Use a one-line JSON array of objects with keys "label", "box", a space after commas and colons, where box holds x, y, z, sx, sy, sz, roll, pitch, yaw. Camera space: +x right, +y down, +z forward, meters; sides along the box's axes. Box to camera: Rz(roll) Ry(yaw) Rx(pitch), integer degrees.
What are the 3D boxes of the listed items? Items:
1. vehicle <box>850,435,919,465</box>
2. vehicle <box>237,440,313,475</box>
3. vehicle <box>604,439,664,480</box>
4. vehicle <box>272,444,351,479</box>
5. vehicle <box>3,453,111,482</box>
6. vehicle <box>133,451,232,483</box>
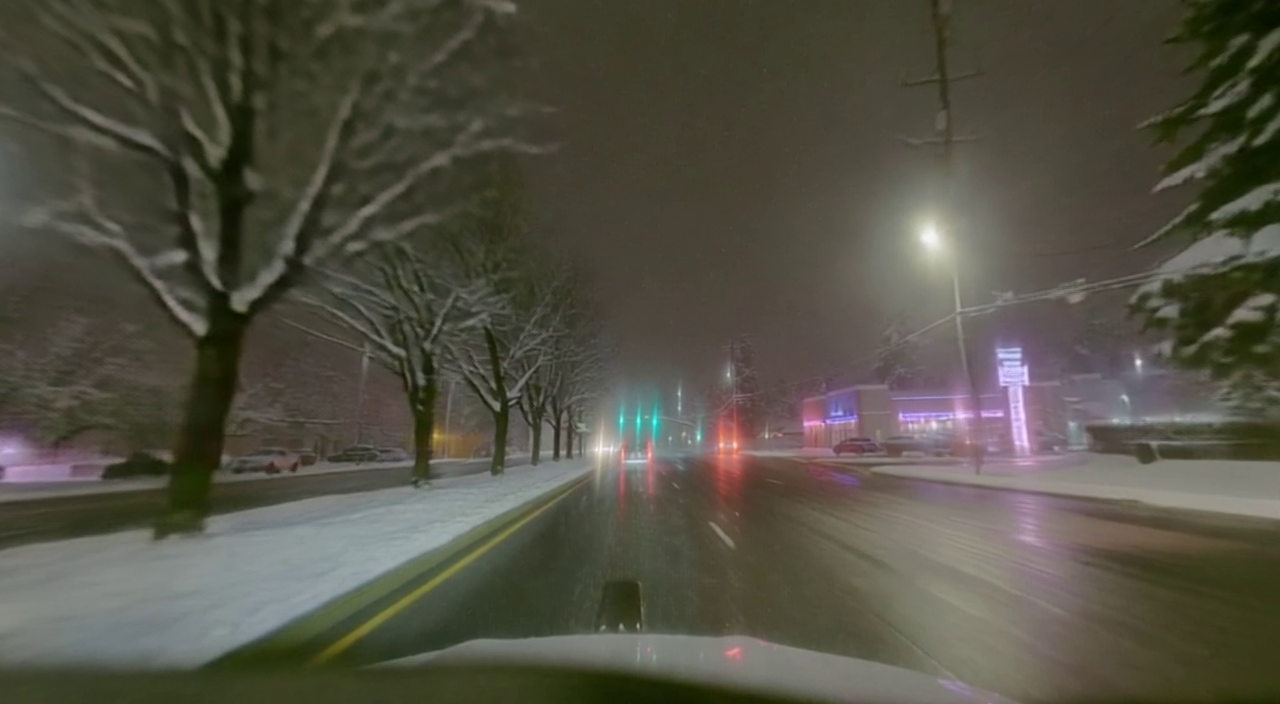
[{"label": "vehicle", "box": [15.807, 6.355, 41.179, 2.377, 1.783, 5.145, 0, -8, -1]}, {"label": "vehicle", "box": [-24.176, 6.987, 42.113, 2.202, 2.103, 4.899, -1, -8, -1]}, {"label": "vehicle", "box": [-0.242, 4.244, 25.196, 2.185, 1.473, 3.925, 0, -8, -1]}, {"label": "vehicle", "box": [-19.385, 6.438, 37.572, 2.129, 1.794, 4.967, -2, -8, -1]}, {"label": "vehicle", "box": [-32.785, 6.478, 35.657, 4.303, 1.464, 1.799, 7, -11, -42]}, {"label": "vehicle", "box": [-24.073, 6.025, 33.512, 1.915, 1.460, 4.717, 0, -8, -3]}]
